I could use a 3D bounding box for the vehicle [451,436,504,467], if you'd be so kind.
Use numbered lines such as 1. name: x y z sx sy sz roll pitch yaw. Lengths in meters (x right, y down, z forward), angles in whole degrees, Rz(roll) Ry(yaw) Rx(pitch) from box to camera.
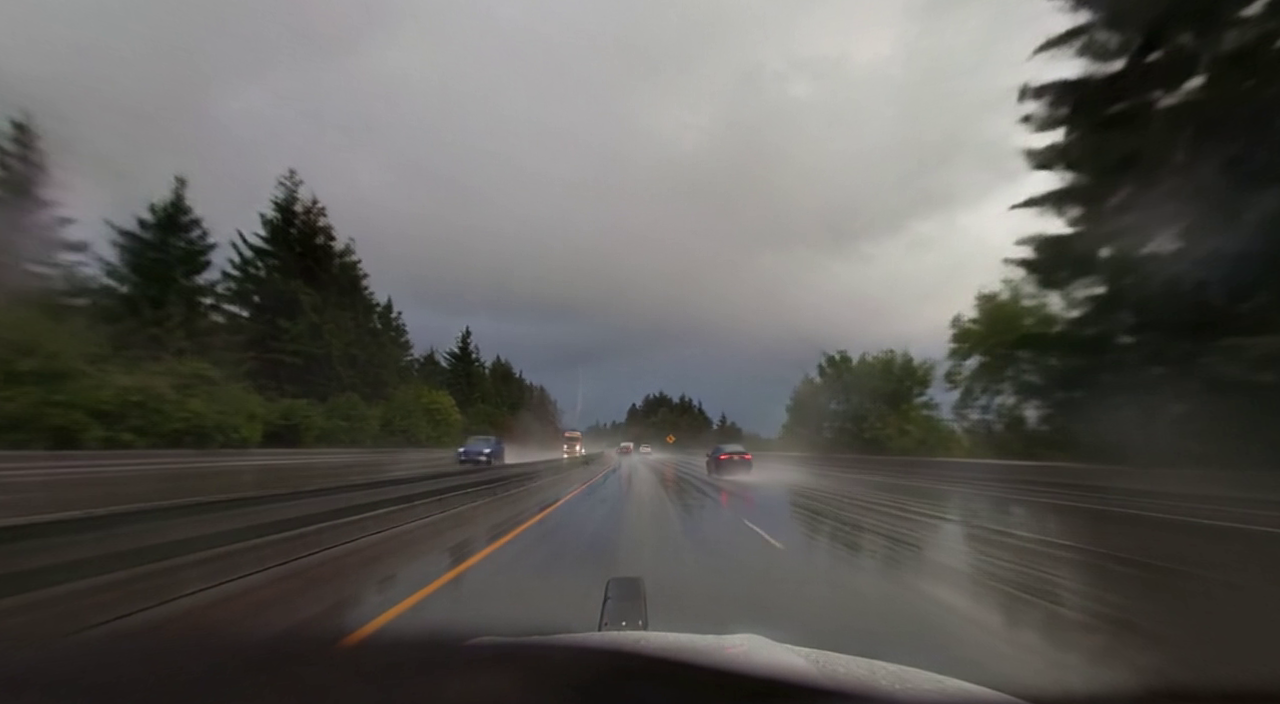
1. vehicle: -9.402 5.772 36.771 1.934 1.680 4.388 0 -9 -1

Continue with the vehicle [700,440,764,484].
1. vehicle: 3.753 4.575 26.519 1.933 1.663 4.440 0 -9 -2
